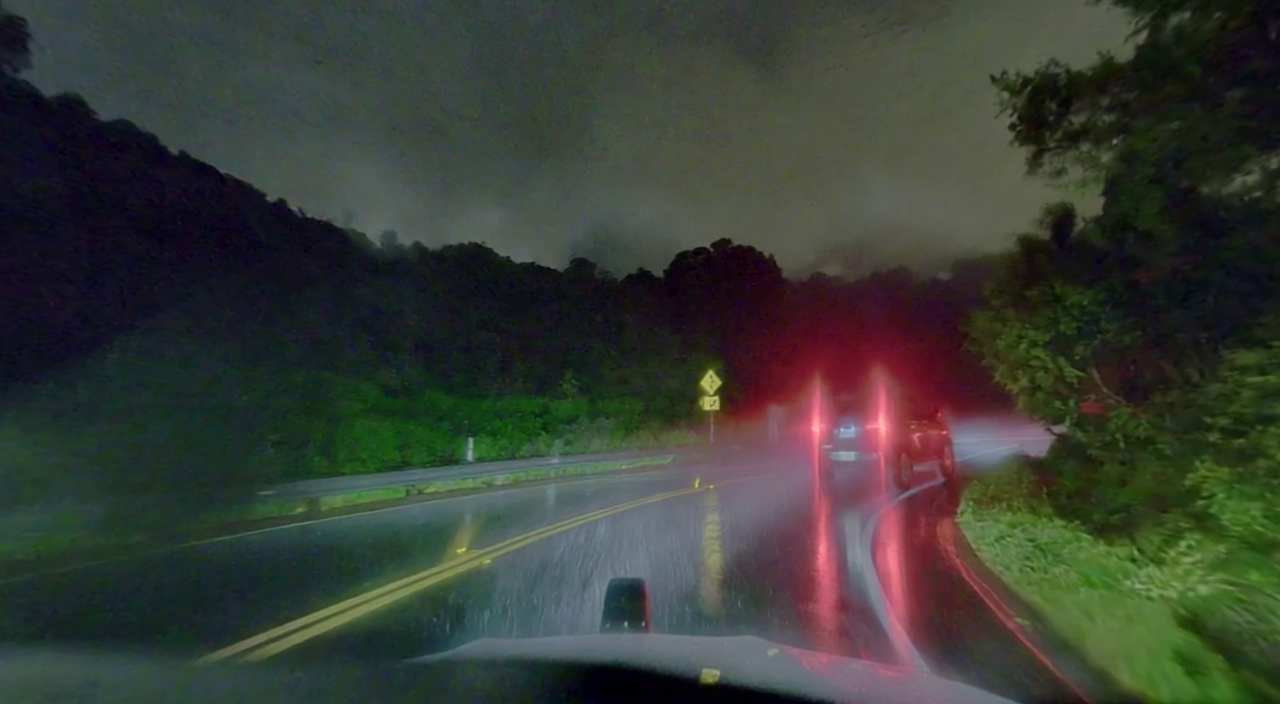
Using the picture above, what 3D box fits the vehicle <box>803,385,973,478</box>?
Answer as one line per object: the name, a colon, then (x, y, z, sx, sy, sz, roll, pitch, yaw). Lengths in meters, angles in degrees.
vehicle: (6.633, 2.121, 16.407, 2.500, 1.961, 5.637, -7, -11, 38)
